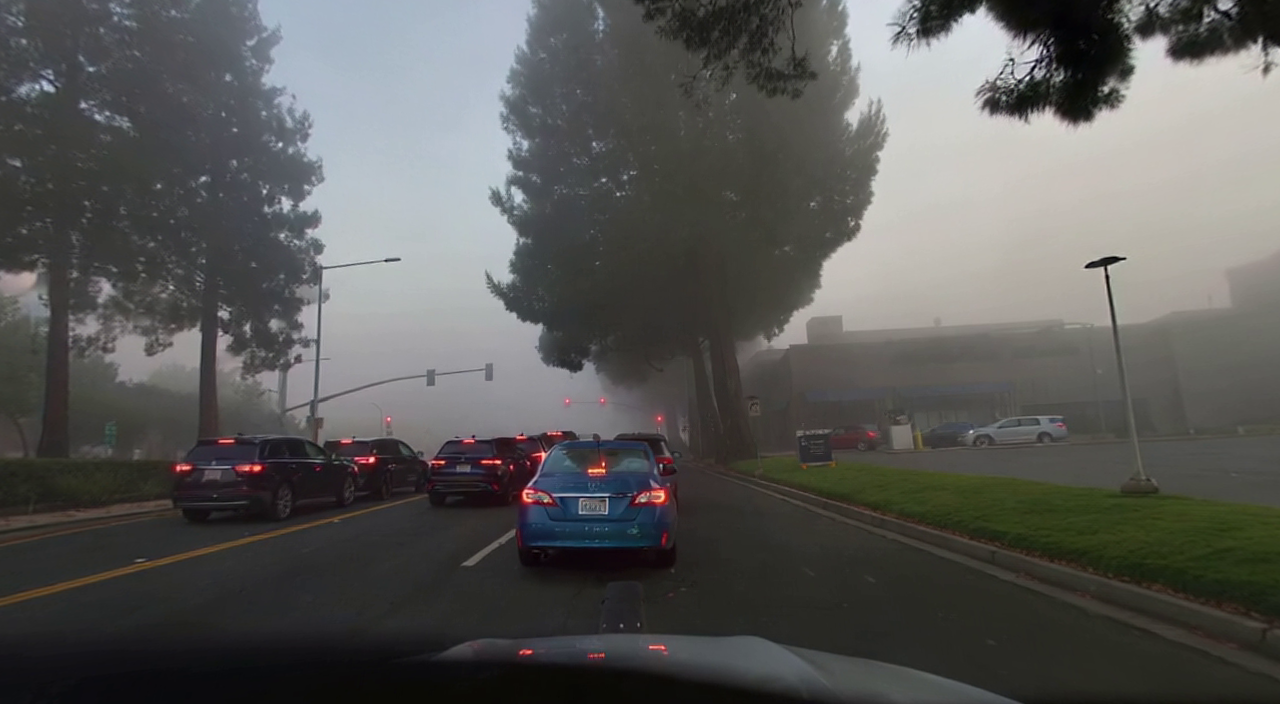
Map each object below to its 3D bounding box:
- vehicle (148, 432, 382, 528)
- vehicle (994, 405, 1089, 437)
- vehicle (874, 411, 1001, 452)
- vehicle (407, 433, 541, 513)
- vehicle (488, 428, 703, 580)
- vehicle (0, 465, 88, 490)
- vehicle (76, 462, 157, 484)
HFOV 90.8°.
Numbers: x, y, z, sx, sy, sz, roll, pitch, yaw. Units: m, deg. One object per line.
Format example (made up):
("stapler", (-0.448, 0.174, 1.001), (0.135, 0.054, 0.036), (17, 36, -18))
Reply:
("vehicle", (-7.278, 2.507, 12.946), (2.096, 1.593, 4.288), (0, -9, 1))
("vehicle", (28.401, 4.959, 44.930), (5.333, 1.880, 2.130), (-7, -9, 27))
("vehicle", (13.938, 3.778, 29.828), (4.975, 1.809, 1.956), (0, -9, 1))
("vehicle", (-3.627, 2.712, 14.650), (1.969, 1.570, 4.019), (0, -9, 1))
("vehicle", (-0.420, 1.798, 8.233), (2.104, 1.472, 3.946), (0, -9, 0))
("vehicle", (-36.616, 7.638, 38.540), (4.093, 1.440, 1.804), (0, -9, 0))
("vehicle", (-36.334, 8.368, 43.885), (3.918, 1.423, 1.861), (0, -9, -1))
